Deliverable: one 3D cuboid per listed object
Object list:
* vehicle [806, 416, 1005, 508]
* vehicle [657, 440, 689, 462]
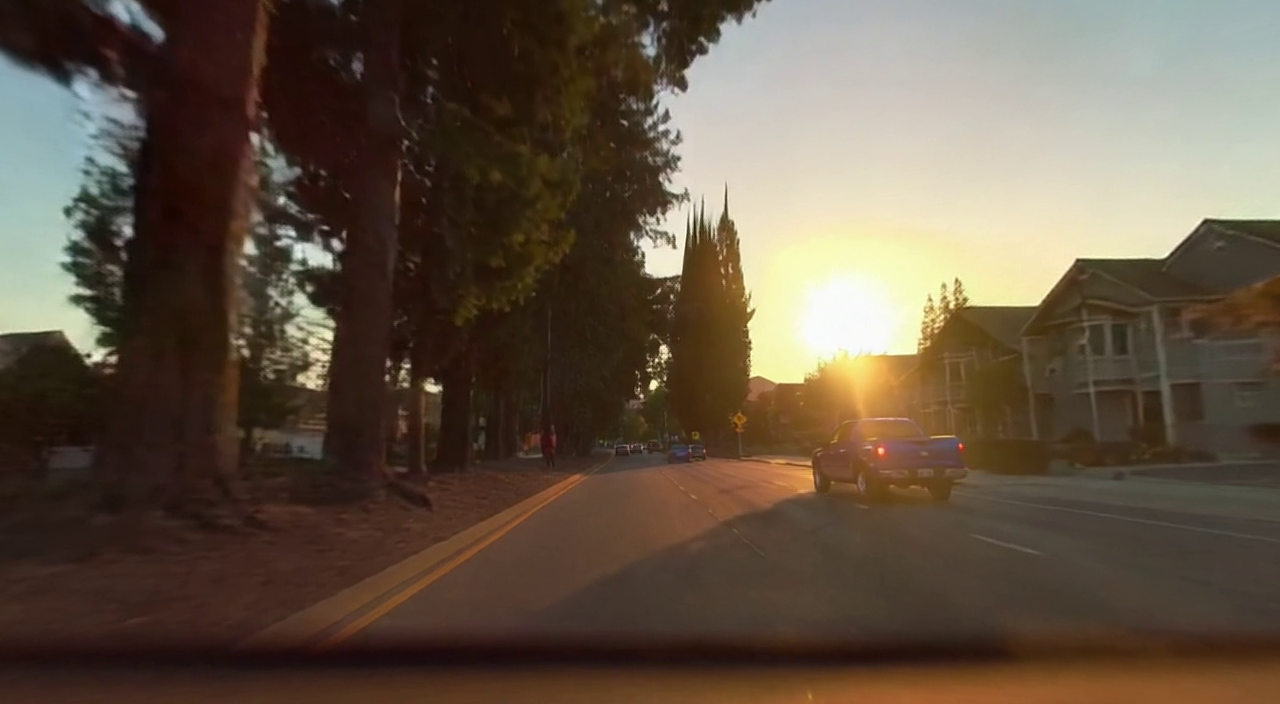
[{"bbox_3d":[5.953,2.576,15.206,2.262,1.769,5.666,0,-8,-1],"label":"vehicle"},{"bbox_3d":[2.533,7.684,49.166,2.061,1.632,4.222,0,-8,-2],"label":"vehicle"}]
